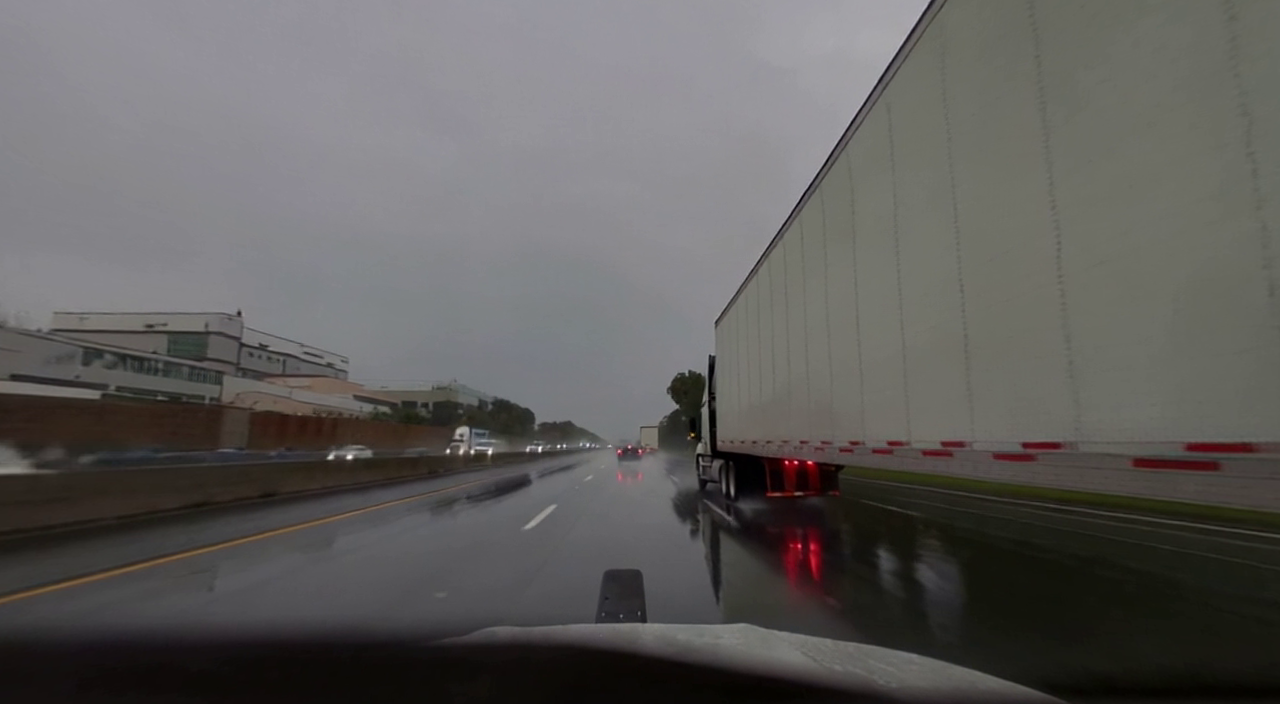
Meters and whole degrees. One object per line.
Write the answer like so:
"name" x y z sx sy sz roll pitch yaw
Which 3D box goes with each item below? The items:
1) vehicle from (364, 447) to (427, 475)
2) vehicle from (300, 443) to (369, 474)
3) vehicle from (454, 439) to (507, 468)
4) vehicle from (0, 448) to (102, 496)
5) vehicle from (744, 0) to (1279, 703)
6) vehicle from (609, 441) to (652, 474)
"vehicle" -13.804 6.161 35.965 1.921 1.498 4.299 0 -9 -1
"vehicle" -17.633 6.166 36.747 1.906 1.685 4.278 0 -9 -1
"vehicle" -10.006 6.414 39.940 2.153 1.681 4.705 0 -9 -1
"vehicle" -20.798 3.941 20.977 1.916 1.494 4.497 0 -9 -1
"vehicle" 3.423 -0.199 3.080 2.996 4.123 15.965 0 -9 -1
"vehicle" -0.538 5.676 34.143 2.191 1.685 4.015 0 -9 -1
